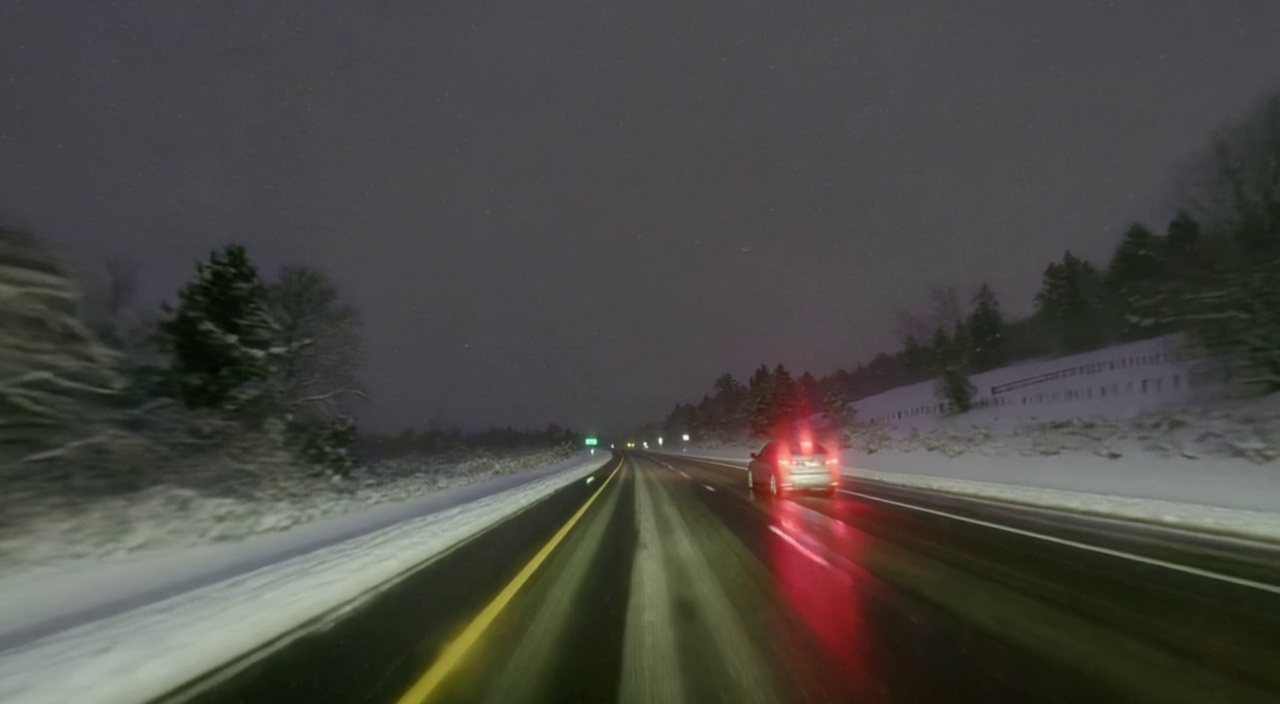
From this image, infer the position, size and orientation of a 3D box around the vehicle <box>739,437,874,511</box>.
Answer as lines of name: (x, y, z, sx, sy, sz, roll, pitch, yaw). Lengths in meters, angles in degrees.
vehicle: (3.742, 2.824, 15.134, 2.003, 1.466, 4.441, 0, -8, 0)
